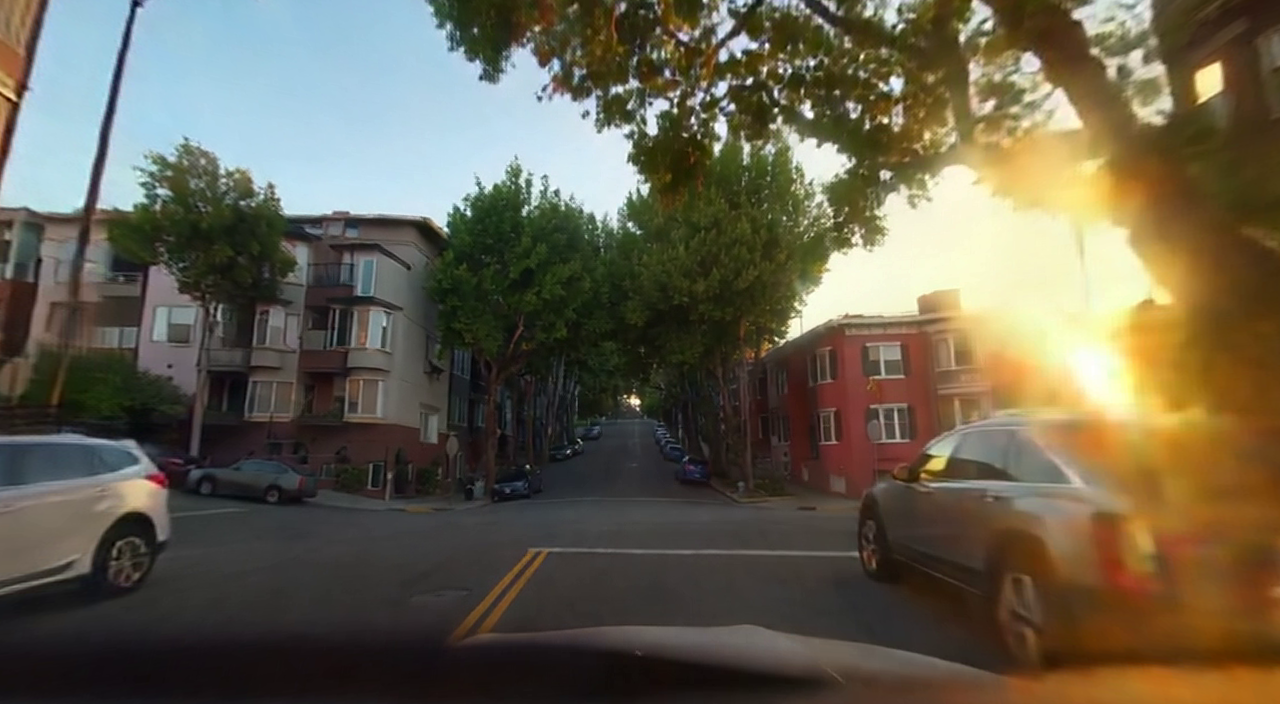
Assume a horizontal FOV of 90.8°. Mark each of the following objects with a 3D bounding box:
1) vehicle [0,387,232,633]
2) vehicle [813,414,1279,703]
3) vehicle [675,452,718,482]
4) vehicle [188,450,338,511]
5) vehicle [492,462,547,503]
[{"bbox_3d":[-6.069,1.322,5.241,2.076,1.913,5.060,-3,-8,-1],"label":"vehicle"},{"bbox_3d":[3.325,1.466,5.730,2.064,1.548,5.186,0,-8,0],"label":"vehicle"},{"bbox_3d":[3.417,7.037,38.942,2.051,1.526,4.673,0,-7,-2],"label":"vehicle"},{"bbox_3d":[-13.966,4.813,23.607,4.243,1.676,1.844,6,-12,2],"label":"vehicle"},{"bbox_3d":[-5.884,6.404,31.314,1.987,1.662,4.141,-2,-8,-1],"label":"vehicle"}]
